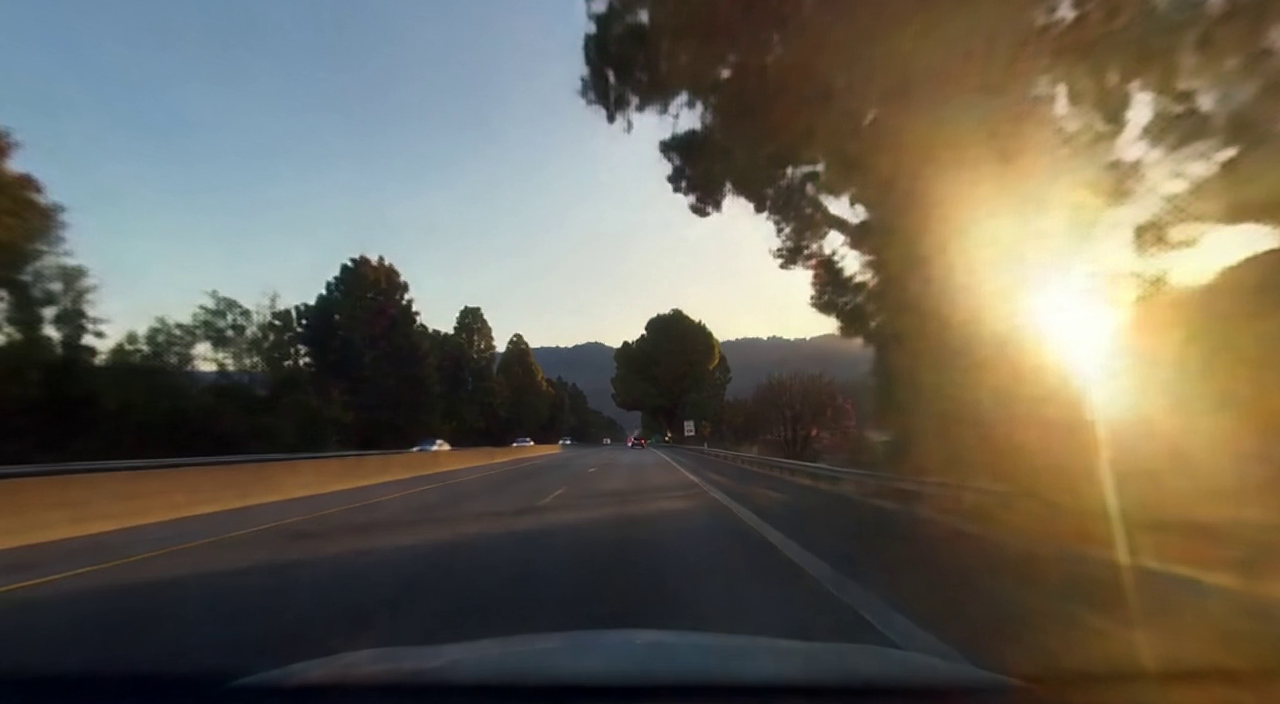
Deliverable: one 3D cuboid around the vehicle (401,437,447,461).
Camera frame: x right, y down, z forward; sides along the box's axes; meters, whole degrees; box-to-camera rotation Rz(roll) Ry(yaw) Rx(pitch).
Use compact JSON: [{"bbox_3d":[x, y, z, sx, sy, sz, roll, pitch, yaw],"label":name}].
[{"bbox_3d":[-16.299,7.315,47.666,1.914,1.668,4.316,0,-8,0],"label":"vehicle"}]
